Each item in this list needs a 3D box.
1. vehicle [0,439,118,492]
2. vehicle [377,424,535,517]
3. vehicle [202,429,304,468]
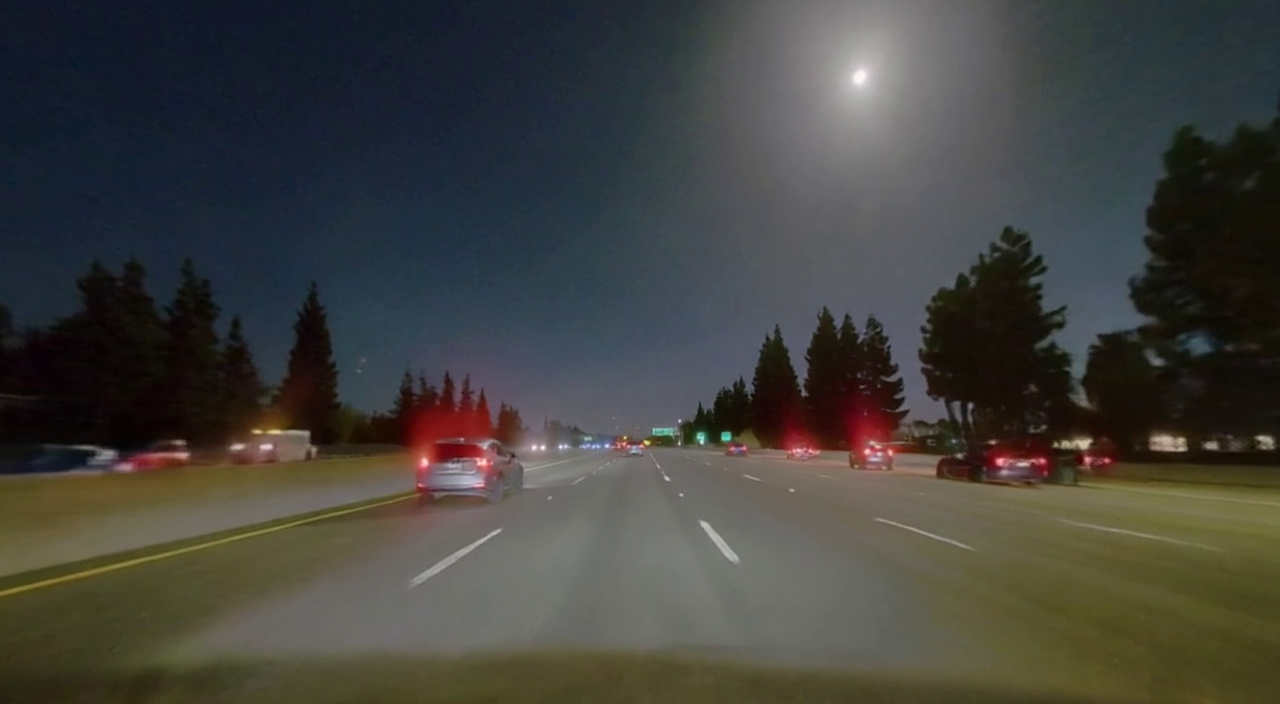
[{"bbox_3d":[-18.991,3.409,19.268,2.040,1.464,4.805,0,-8,0],"label":"vehicle"},{"bbox_3d":[-3.652,2.441,13.580,1.996,1.617,4.637,0,-8,0],"label":"vehicle"},{"bbox_3d":[-22.295,5.584,36.765,2.304,2.105,5.701,0,-8,0],"label":"vehicle"}]
